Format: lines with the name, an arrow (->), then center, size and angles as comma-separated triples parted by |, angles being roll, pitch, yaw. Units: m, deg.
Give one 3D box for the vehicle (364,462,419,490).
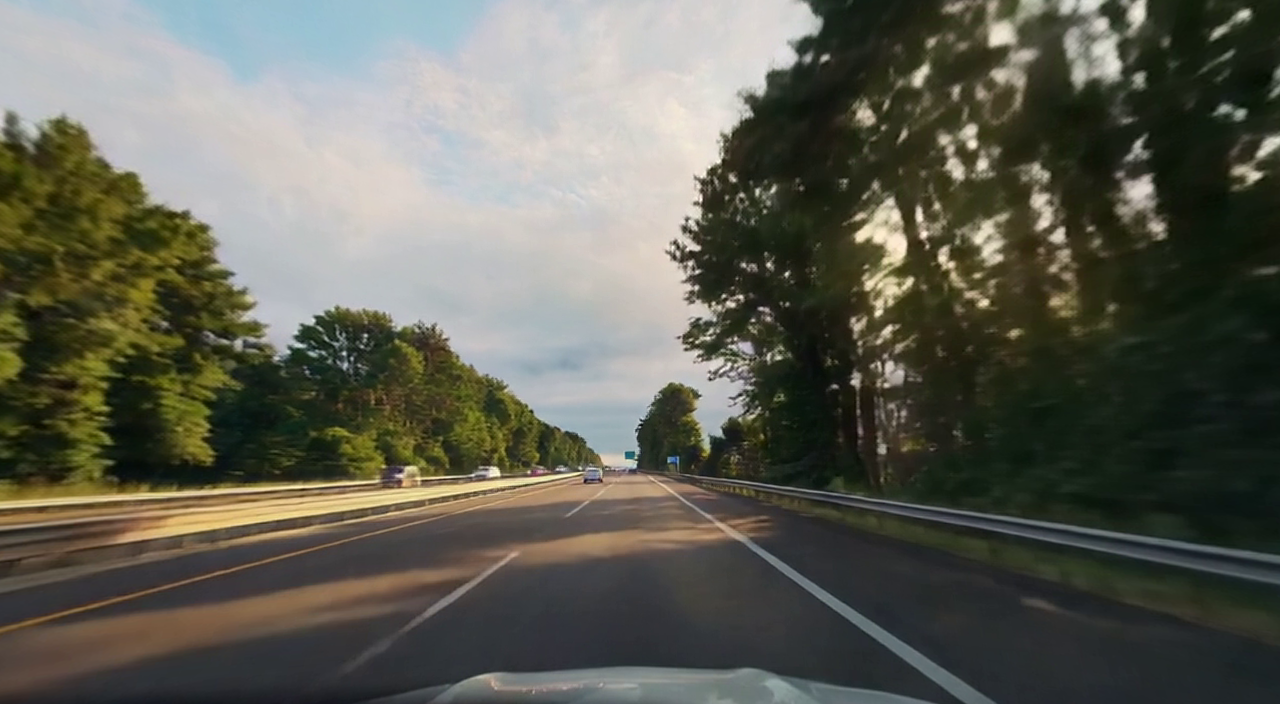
vehicle -> -17.195, 8.595, 43.884 | 1.967, 1.798, 4.485 | 1, -11, -1
